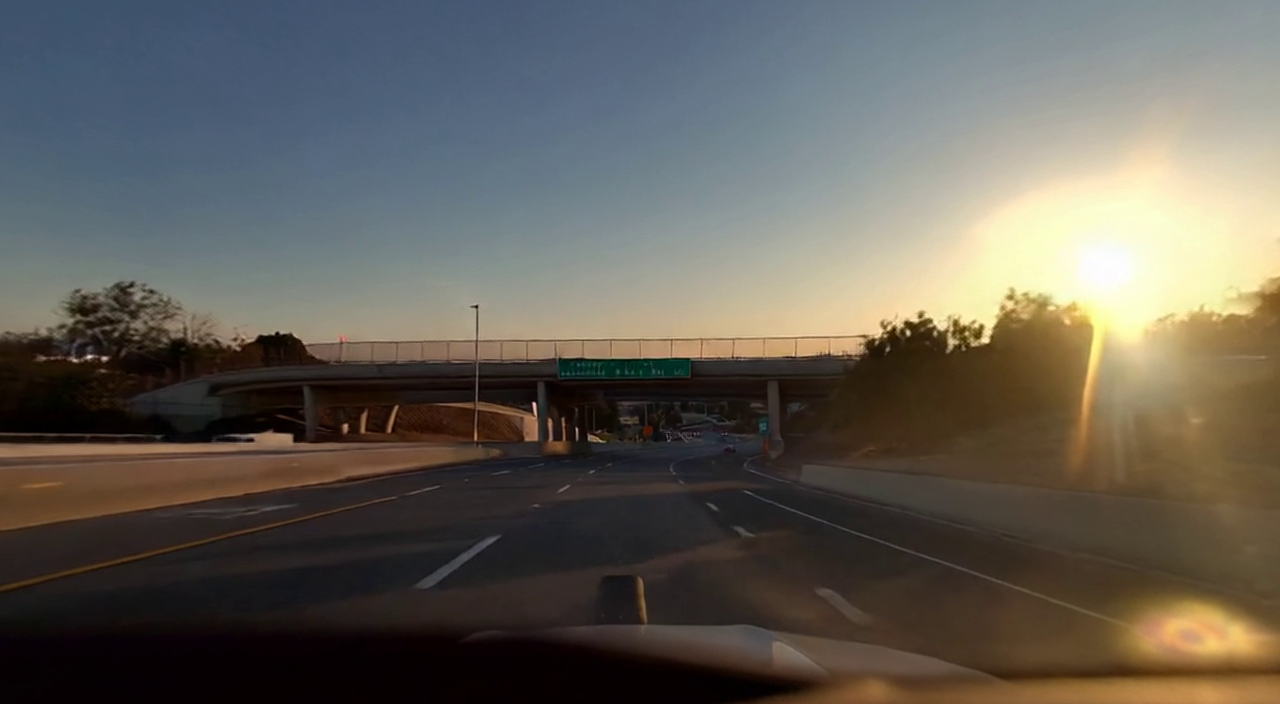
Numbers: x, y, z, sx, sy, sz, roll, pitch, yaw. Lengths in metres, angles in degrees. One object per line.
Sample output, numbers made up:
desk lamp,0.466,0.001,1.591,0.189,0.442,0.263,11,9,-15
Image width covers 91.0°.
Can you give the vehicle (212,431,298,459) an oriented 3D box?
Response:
vehicle,-21.521,5.240,35.454,1.845,1.490,4.642,0,-8,1
